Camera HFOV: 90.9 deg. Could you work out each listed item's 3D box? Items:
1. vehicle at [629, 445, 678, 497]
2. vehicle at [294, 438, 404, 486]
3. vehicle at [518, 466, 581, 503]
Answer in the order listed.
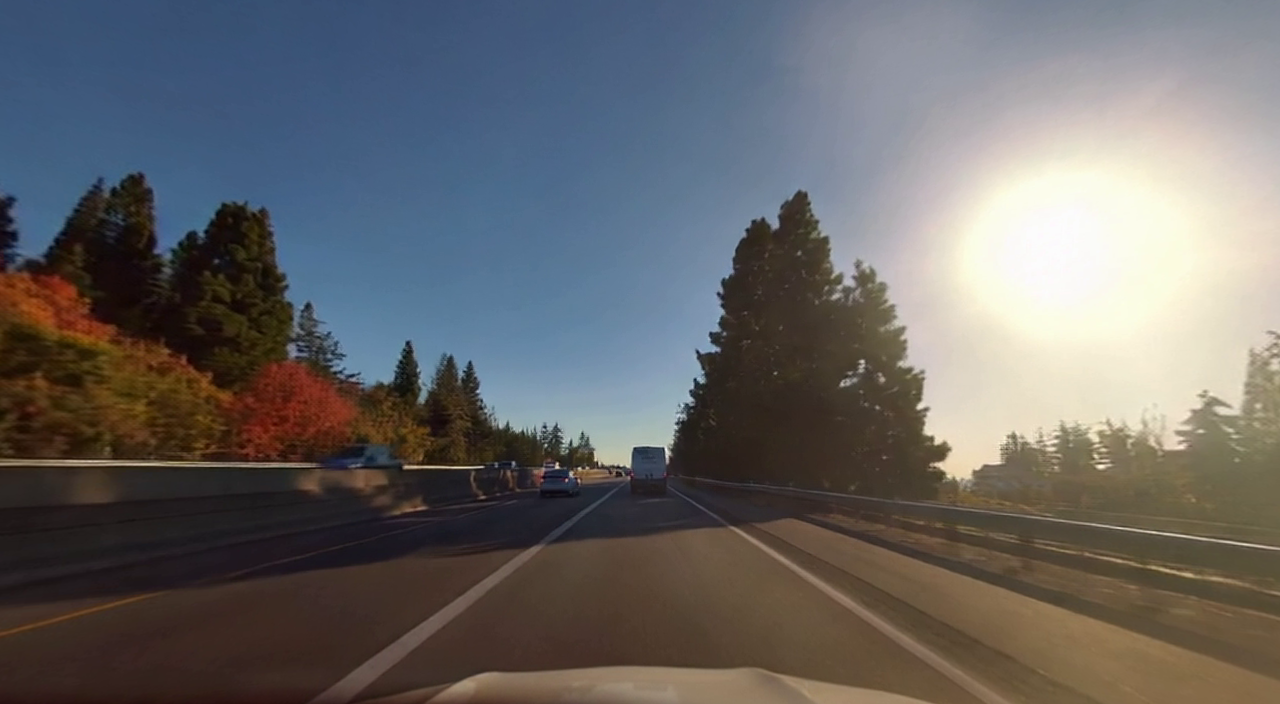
[{"bbox_3d":[0.651,6.512,34.497,2.482,2.549,5.447,1,-10,-1],"label":"vehicle"},{"bbox_3d":[-12.264,4.761,27.053,2.092,1.807,5.343,1,-11,1],"label":"vehicle"},{"bbox_3d":[-4.043,6.031,28.970,2.128,1.491,4.508,1,-10,1],"label":"vehicle"}]
